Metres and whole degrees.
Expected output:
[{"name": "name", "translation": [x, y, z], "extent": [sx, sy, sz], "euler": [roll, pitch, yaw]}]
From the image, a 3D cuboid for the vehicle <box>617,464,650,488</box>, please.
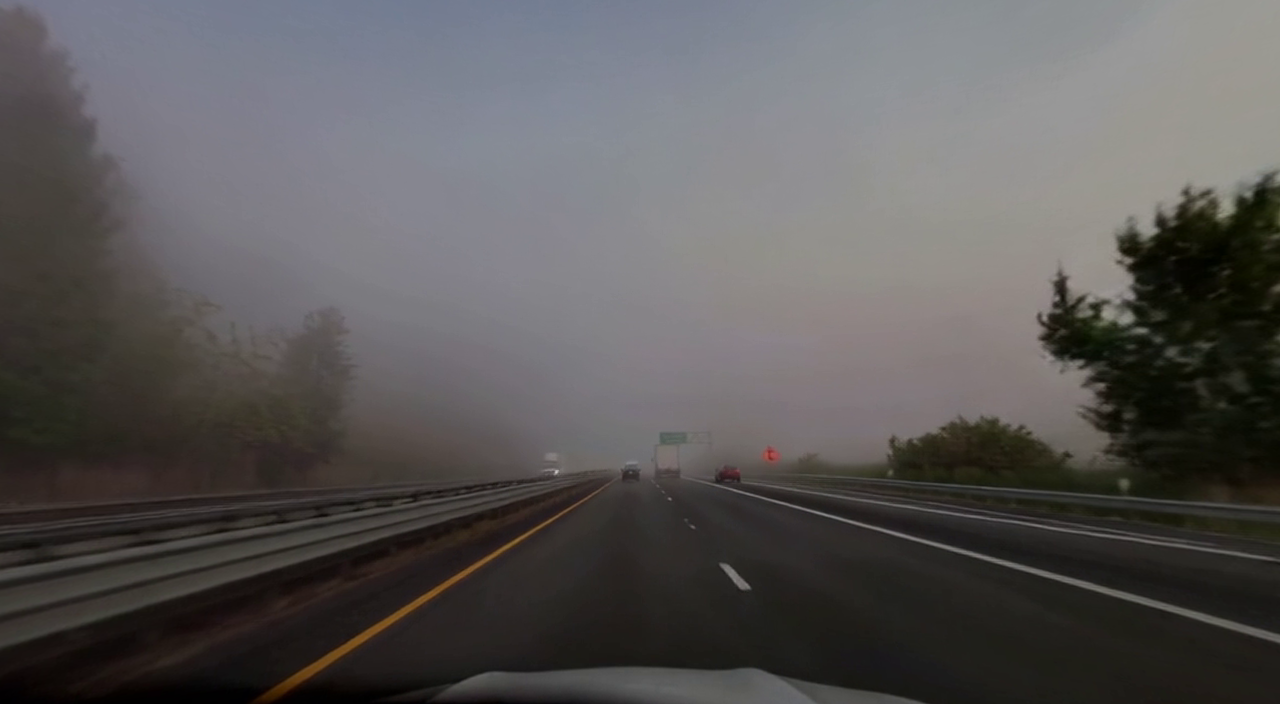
[{"name": "vehicle", "translation": [-0.438, 8.004, 40.885], "extent": [2.025, 1.452, 3.927], "euler": [1, -10, -1]}]
